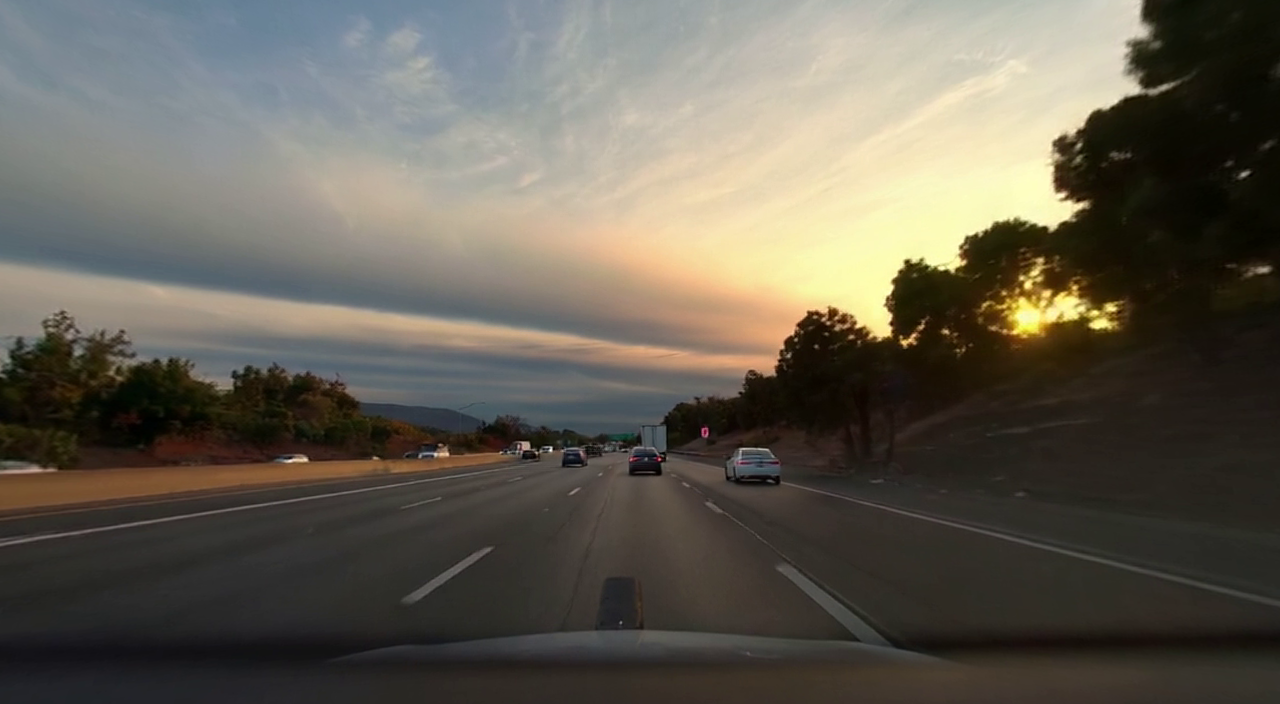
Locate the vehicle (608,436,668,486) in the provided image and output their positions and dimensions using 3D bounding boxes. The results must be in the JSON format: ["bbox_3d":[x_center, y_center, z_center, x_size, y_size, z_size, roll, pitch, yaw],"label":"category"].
[{"bbox_3d":[-0.103,4.143,24.366,2.103,1.717,4.399,0,-8,-1],"label":"vehicle"}]

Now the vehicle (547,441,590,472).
[{"bbox_3d":[-4.100,6.080,36.970,1.988,1.696,4.754,0,-8,0],"label":"vehicle"}]

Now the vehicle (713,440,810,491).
[{"bbox_3d":[3.831,3.663,20.786,2.146,1.482,4.665,0,-8,-2],"label":"vehicle"}]

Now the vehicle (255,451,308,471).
[{"bbox_3d":[-26.609,8.091,47.022,1.813,1.448,3.521,0,-8,1],"label":"vehicle"}]
